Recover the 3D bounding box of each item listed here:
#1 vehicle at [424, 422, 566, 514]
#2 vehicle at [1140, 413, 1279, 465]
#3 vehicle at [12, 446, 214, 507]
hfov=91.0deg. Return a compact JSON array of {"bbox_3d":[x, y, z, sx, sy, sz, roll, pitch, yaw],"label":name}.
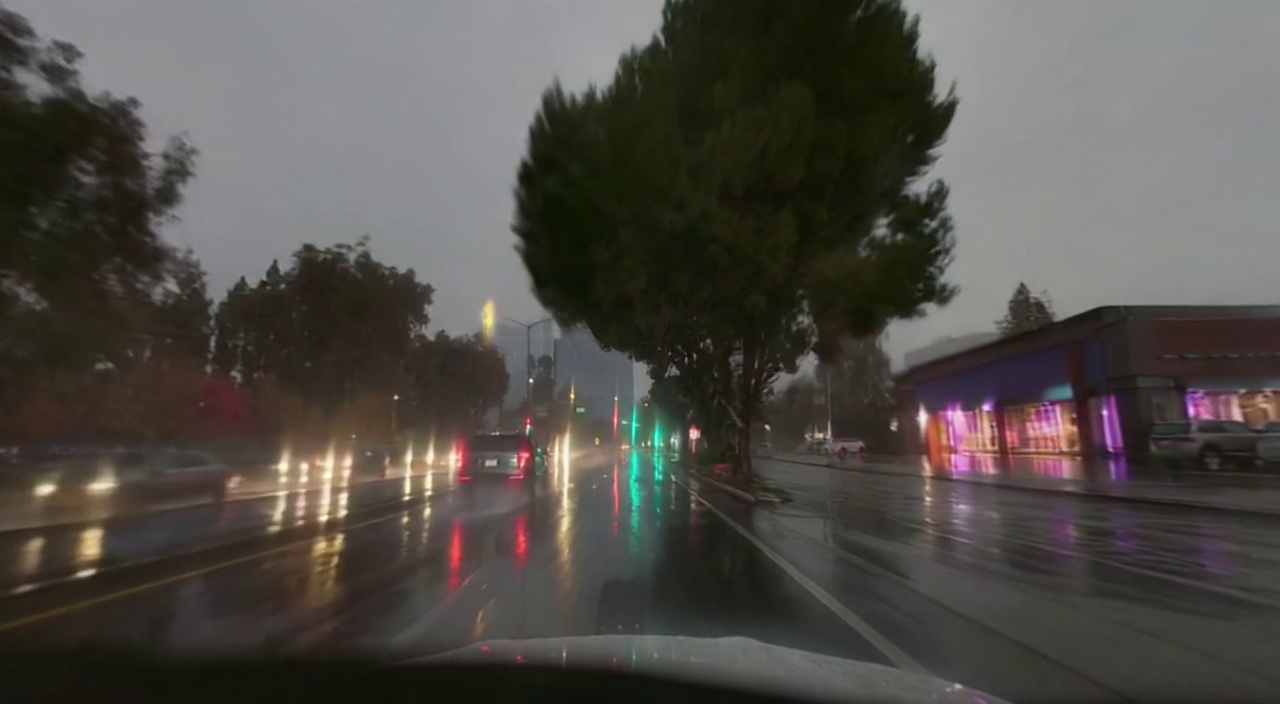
[{"bbox_3d":[-3.193,2.700,15.208,2.065,1.790,5.417,0,-8,1],"label":"vehicle"},{"bbox_3d":[25.866,3.695,26.781,6.906,2.001,2.514,-1,-9,-1],"label":"vehicle"},{"bbox_3d":[-14.355,3.366,17.566,1.813,1.476,4.406,0,-9,0],"label":"vehicle"}]
